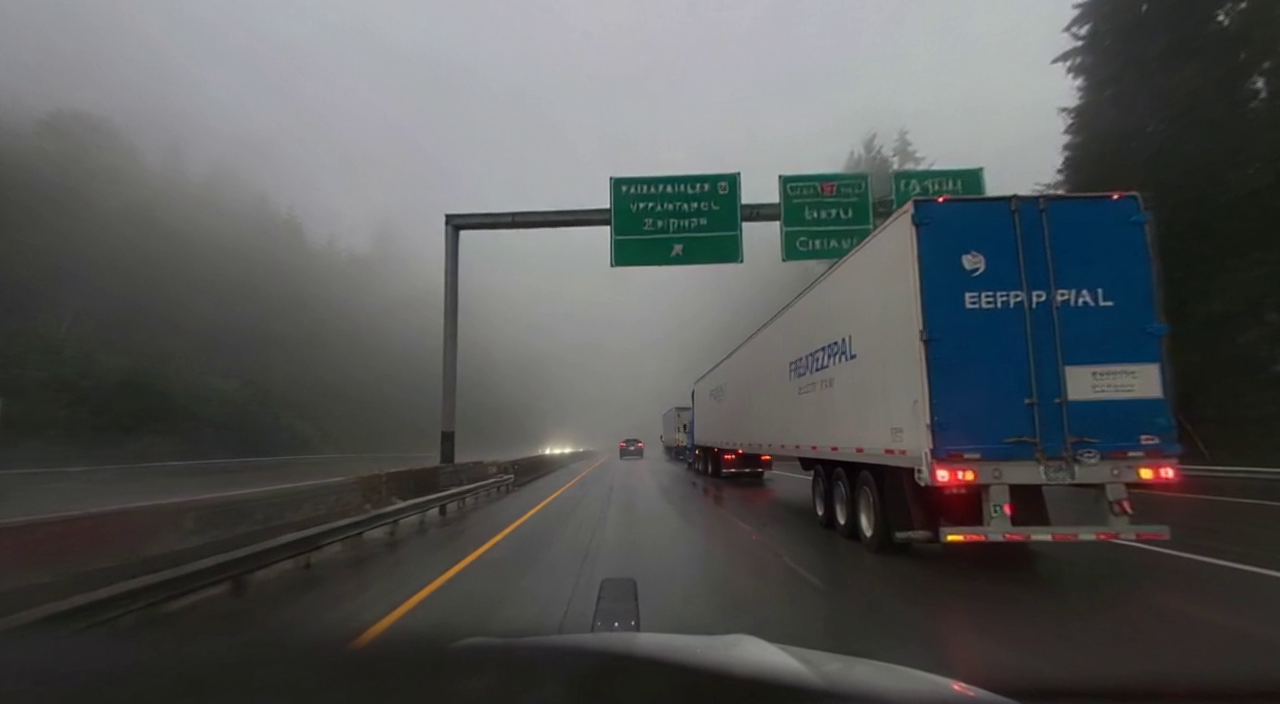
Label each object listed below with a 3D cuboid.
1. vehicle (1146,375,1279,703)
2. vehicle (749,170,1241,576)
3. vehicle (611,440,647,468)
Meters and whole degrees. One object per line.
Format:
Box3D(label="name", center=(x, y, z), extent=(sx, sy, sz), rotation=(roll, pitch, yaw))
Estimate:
Box3D(label="vehicle", center=(4.793, 0.919, 3.098), extent=(4.253, 1.543, 2.045), rotation=(4, -9, -30))
Box3D(label="vehicle", center=(4.257, 0.744, 10.819), extent=(2.853, 4.086, 9.078), rotation=(0, -8, -1))
Box3D(label="vehicle", center=(-0.658, 5.765, 35.796), extent=(1.943, 1.491, 3.459), rotation=(0, -8, -2))
